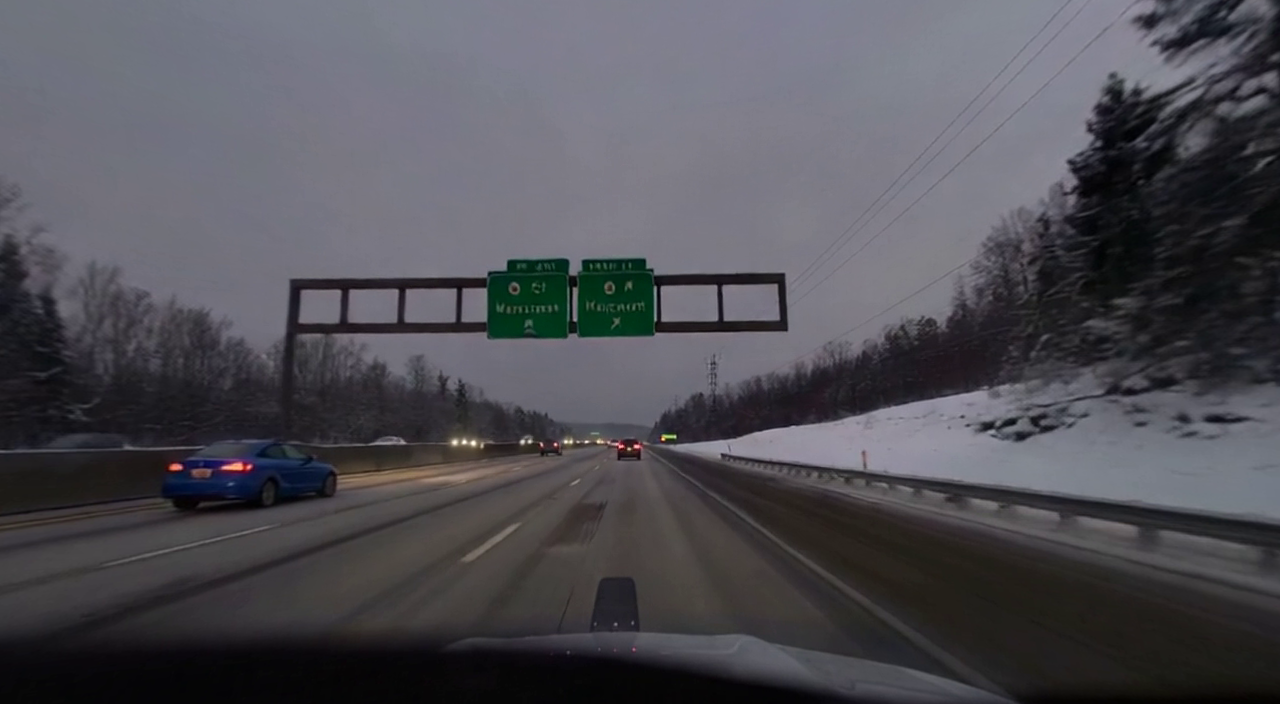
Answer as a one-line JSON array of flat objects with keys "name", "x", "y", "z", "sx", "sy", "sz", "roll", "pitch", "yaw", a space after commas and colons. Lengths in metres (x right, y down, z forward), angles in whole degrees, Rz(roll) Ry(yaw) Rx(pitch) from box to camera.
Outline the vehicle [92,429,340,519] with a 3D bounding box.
[{"name": "vehicle", "x": -8.166, "y": 2.363, "z": 12.771, "sx": 2.047, "sy": 1.486, "sz": 4.306, "roll": 0, "pitch": -8, "yaw": 0}]

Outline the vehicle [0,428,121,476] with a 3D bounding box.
[{"name": "vehicle", "x": -19.744, "y": 3.307, "z": 20.920, "sx": 1.750, "sy": 1.449, "sz": 3.748, "roll": 0, "pitch": -8, "yaw": -1}]

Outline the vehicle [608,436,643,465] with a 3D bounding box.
[{"name": "vehicle", "x": -0.896, "y": 6.036, "z": 38.709, "sx": 2.040, "sy": 1.715, "sz": 3.906, "roll": 0, "pitch": -8, "yaw": -1}]

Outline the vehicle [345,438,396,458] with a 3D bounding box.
[{"name": "vehicle", "x": -20.378, "y": 7.296, "z": 47.832, "sx": 1.892, "sy": 1.454, "sz": 4.599, "roll": 0, "pitch": -8, "yaw": -1}]
